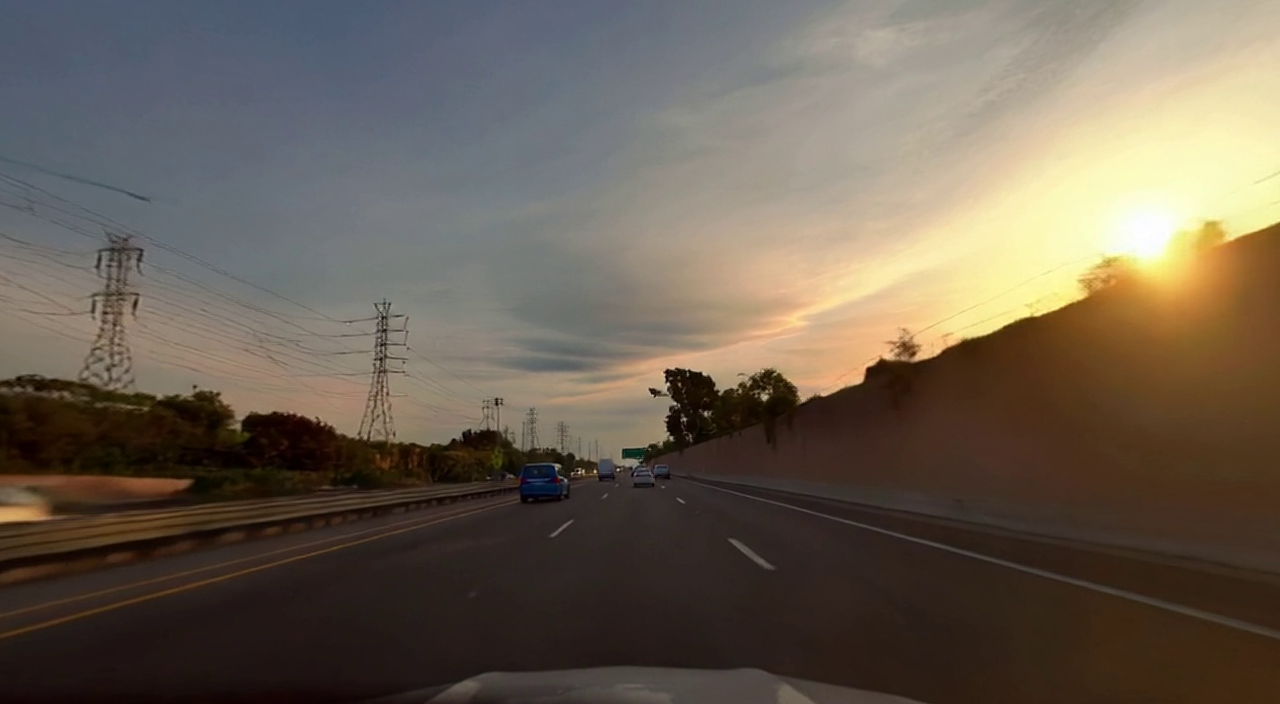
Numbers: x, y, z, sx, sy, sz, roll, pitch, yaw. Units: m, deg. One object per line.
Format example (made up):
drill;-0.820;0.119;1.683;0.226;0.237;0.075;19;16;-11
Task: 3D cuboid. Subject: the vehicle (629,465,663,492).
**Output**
vehicle;0.337;7.748;38.683;2.006;1.554;3.863;1;-11;-1

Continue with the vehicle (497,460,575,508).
vehicle;-3.671;4.800;23.072;2.023;1.541;4.543;1;-11;0
